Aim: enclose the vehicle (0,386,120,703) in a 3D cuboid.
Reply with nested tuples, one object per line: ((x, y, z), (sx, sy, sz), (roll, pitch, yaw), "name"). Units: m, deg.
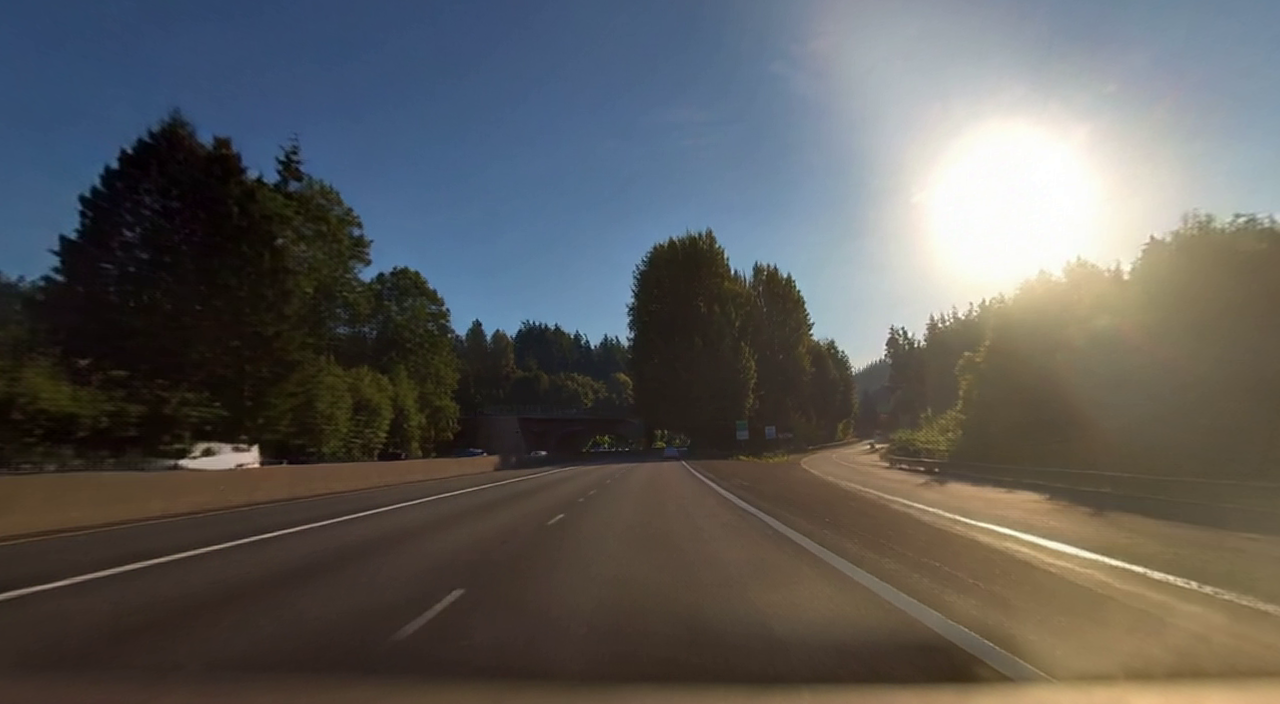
((-3.555, 0.655, 0.769), (2.108, 1.557, 4.344), (0, -9, 0), "vehicle")
